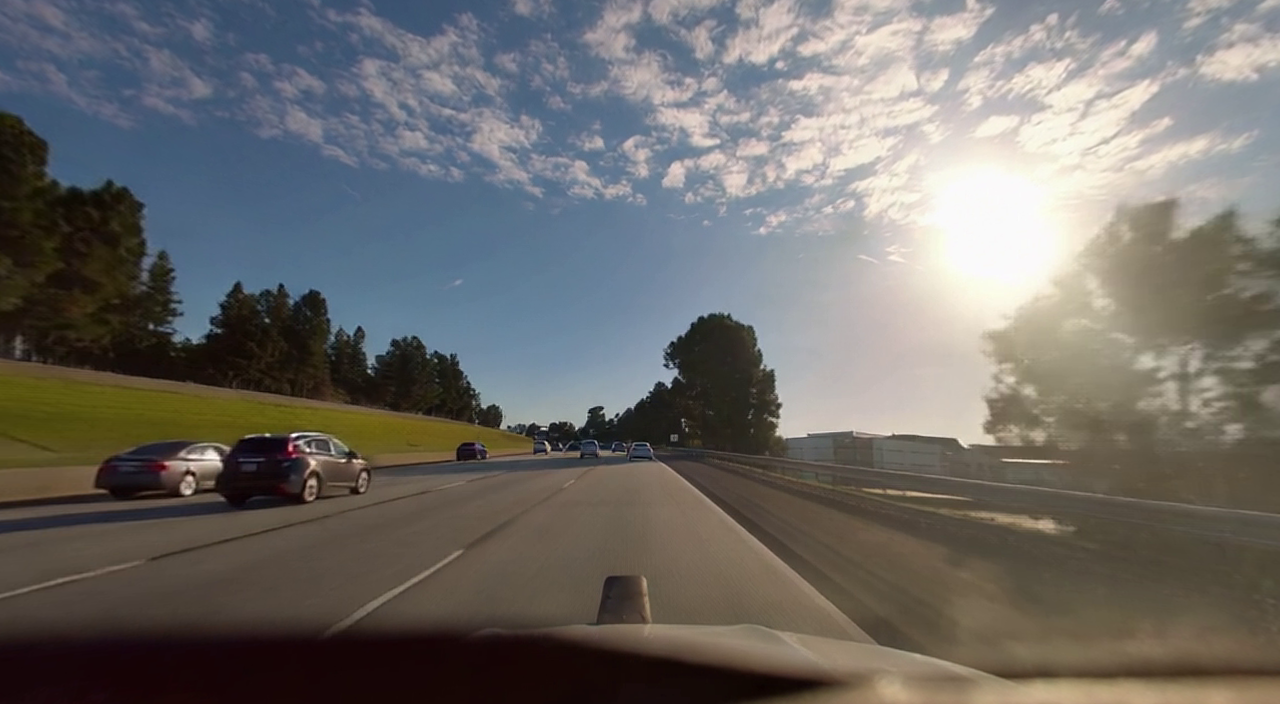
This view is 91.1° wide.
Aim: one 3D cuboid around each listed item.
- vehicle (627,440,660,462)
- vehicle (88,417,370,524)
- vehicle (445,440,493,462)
[{"bbox_3d":[0.198,6.797,43.275,2.060,1.465,3.974,0,-8,-2],"label":"vehicle"},{"bbox_3d":[-7.729,2.269,12.679,2.238,1.712,5.000,0,-8,1],"label":"vehicle"},{"bbox_3d":[-11.992,6.960,44.246,2.056,1.489,4.852,0,-8,-1],"label":"vehicle"}]
